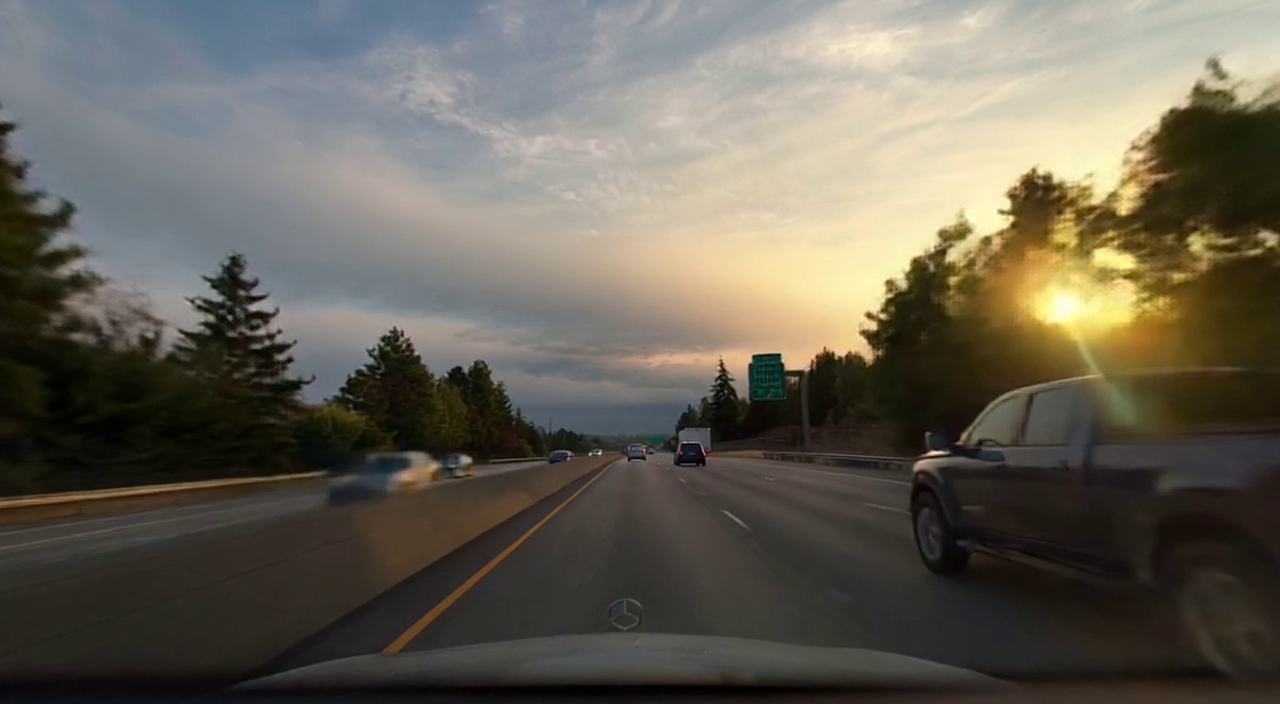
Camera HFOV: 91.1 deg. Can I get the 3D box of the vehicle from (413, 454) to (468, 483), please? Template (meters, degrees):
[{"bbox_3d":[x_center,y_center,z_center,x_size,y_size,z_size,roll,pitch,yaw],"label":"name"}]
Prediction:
[{"bbox_3d":[-11.009,6.421,34.946,1.834,1.459,3.774,0,-9,0],"label":"vehicle"}]

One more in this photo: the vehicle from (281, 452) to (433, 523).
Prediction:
[{"bbox_3d":[-6.807,3.260,15.644,1.998,1.474,3.857,0,-9,-1],"label":"vehicle"}]

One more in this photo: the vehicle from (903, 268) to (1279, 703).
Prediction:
[{"bbox_3d":[3.723,0.828,3.953,1.981,1.984,4.623,0,-9,-2],"label":"vehicle"}]

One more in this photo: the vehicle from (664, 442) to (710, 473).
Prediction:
[{"bbox_3d":[2.595,6.006,35.893,2.123,1.620,4.959,0,-9,-1],"label":"vehicle"}]
